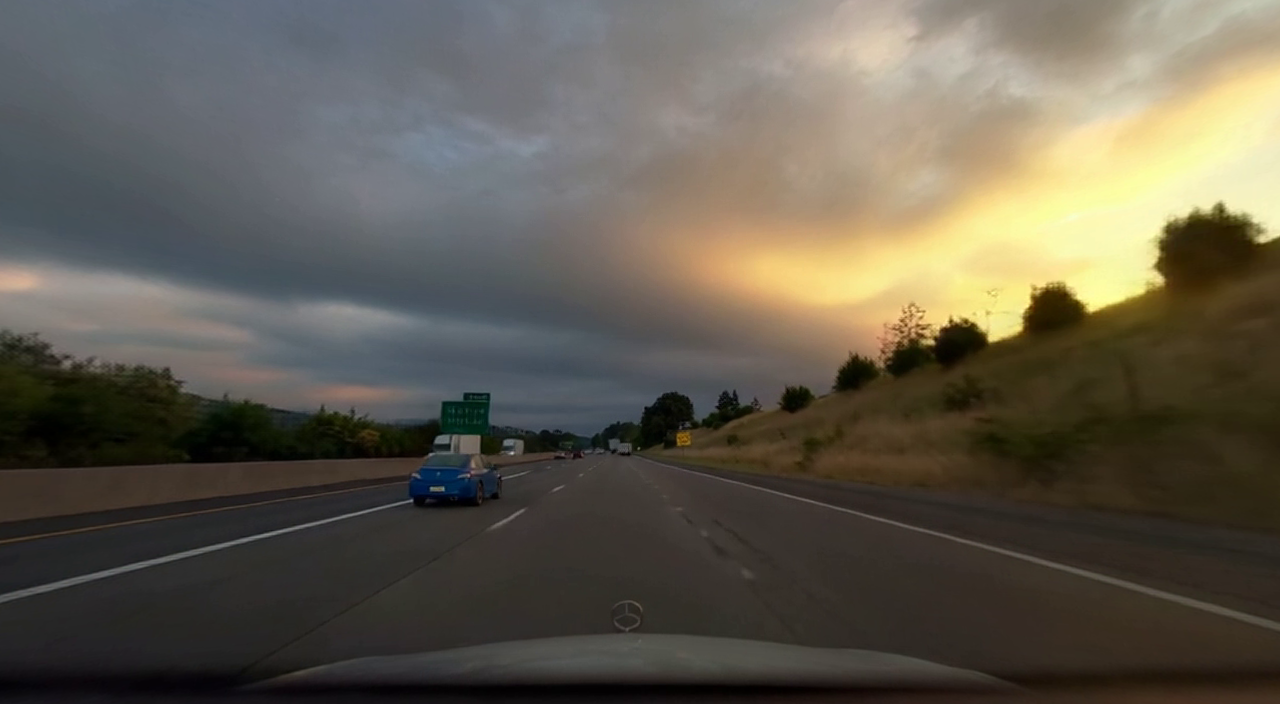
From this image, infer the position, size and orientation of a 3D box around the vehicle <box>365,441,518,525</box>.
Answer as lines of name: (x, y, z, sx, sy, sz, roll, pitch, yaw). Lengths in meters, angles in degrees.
vehicle: (-4.116, 2.764, 13.839, 2.121, 1.537, 3.852, 0, -9, -1)
